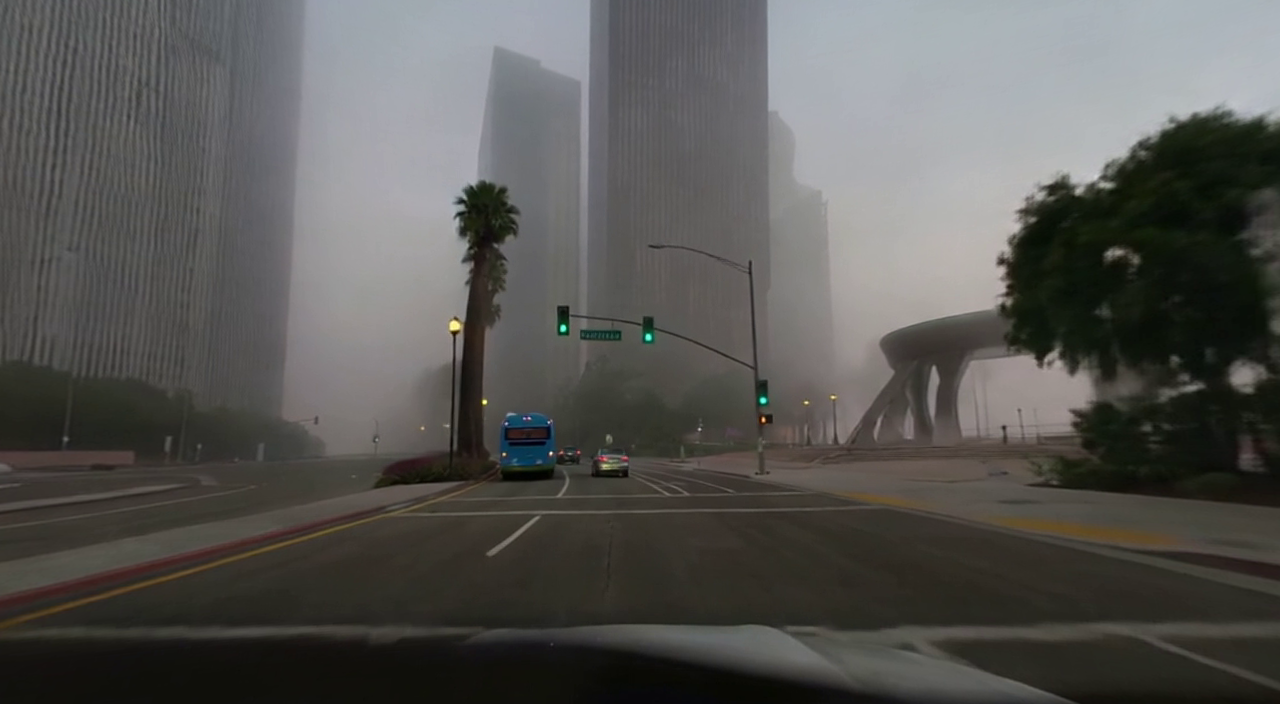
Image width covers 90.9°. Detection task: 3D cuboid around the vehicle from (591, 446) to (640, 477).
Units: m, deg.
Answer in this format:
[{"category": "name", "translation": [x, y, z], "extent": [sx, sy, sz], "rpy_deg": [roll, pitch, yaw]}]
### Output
[{"category": "vehicle", "translation": [-1.328, 5.546, 32.283], "extent": [2.107, 1.481, 4.097], "rpy_deg": [1, -9, -7]}]

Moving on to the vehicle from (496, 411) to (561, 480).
[{"category": "vehicle", "translation": [-5.501, 4.808, 32.397], "extent": [2.678, 3.042, 8.474], "rpy_deg": [1, -8, -6]}]
